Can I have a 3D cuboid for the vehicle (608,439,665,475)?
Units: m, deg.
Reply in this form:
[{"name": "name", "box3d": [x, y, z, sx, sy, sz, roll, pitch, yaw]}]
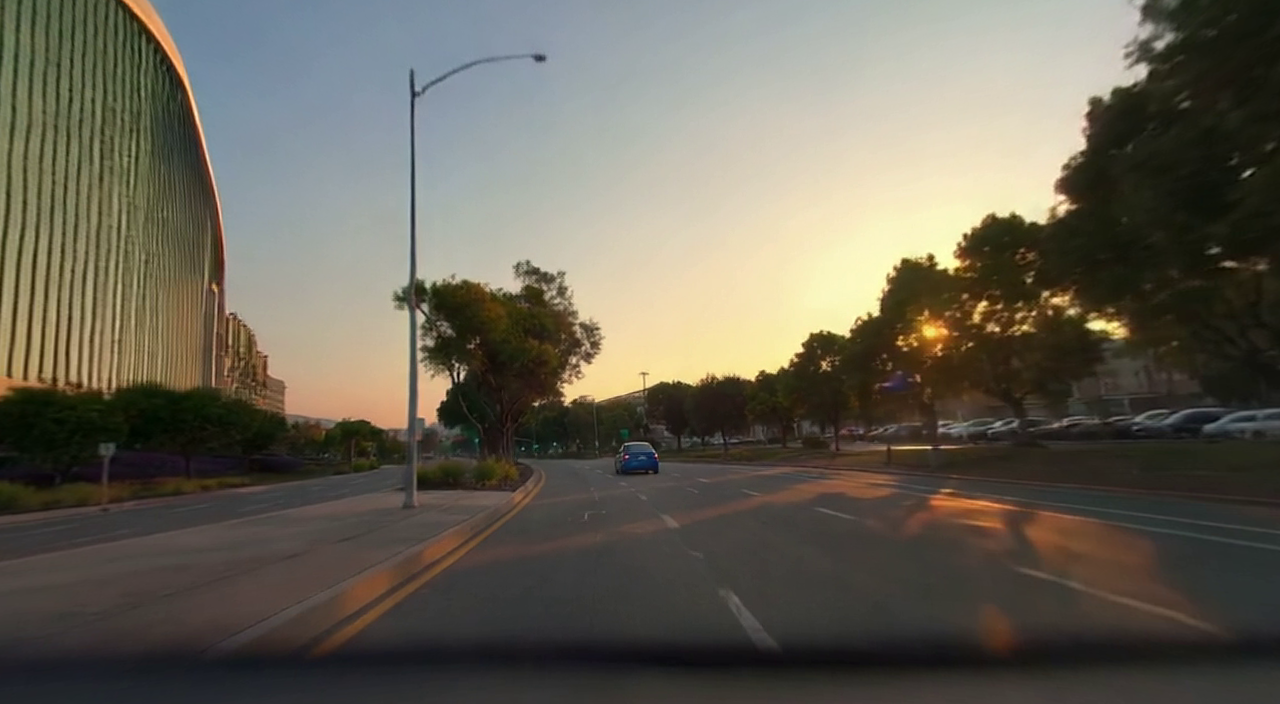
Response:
[{"name": "vehicle", "box3d": [-0.255, 5.300, 32.187, 2.165, 1.633, 4.381, 1, -8, -10]}]
